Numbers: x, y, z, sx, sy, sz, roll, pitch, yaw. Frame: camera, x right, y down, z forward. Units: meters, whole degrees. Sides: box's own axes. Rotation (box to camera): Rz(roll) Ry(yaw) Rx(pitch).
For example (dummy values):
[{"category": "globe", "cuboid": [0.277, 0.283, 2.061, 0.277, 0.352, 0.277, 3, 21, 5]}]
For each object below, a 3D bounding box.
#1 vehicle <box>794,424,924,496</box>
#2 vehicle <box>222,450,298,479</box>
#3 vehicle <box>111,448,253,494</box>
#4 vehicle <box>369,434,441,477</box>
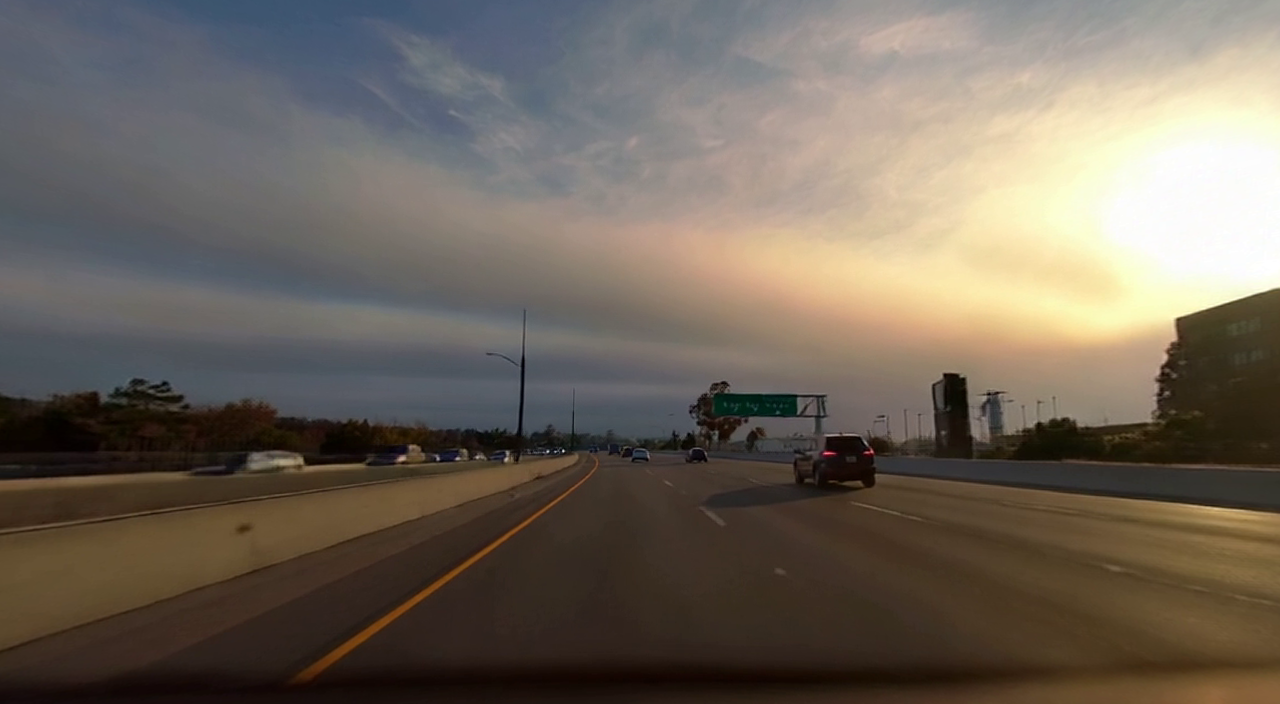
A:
[{"category": "vehicle", "cuboid": [6.686, 3.374, 20.053, 2.181, 1.952, 4.973, 0, -9, -2]}, {"category": "vehicle", "cuboid": [-21.457, 6.329, 35.905, 1.611, 1.537, 4.463, 0, -9, -2]}, {"category": "vehicle", "cuboid": [-17.117, 4.428, 23.972, 2.001, 1.572, 4.572, 0, -9, -1]}, {"category": "vehicle", "cuboid": [-13.537, 6.103, 36.788, 2.224, 2.008, 4.808, 4, -13, -1]}]
